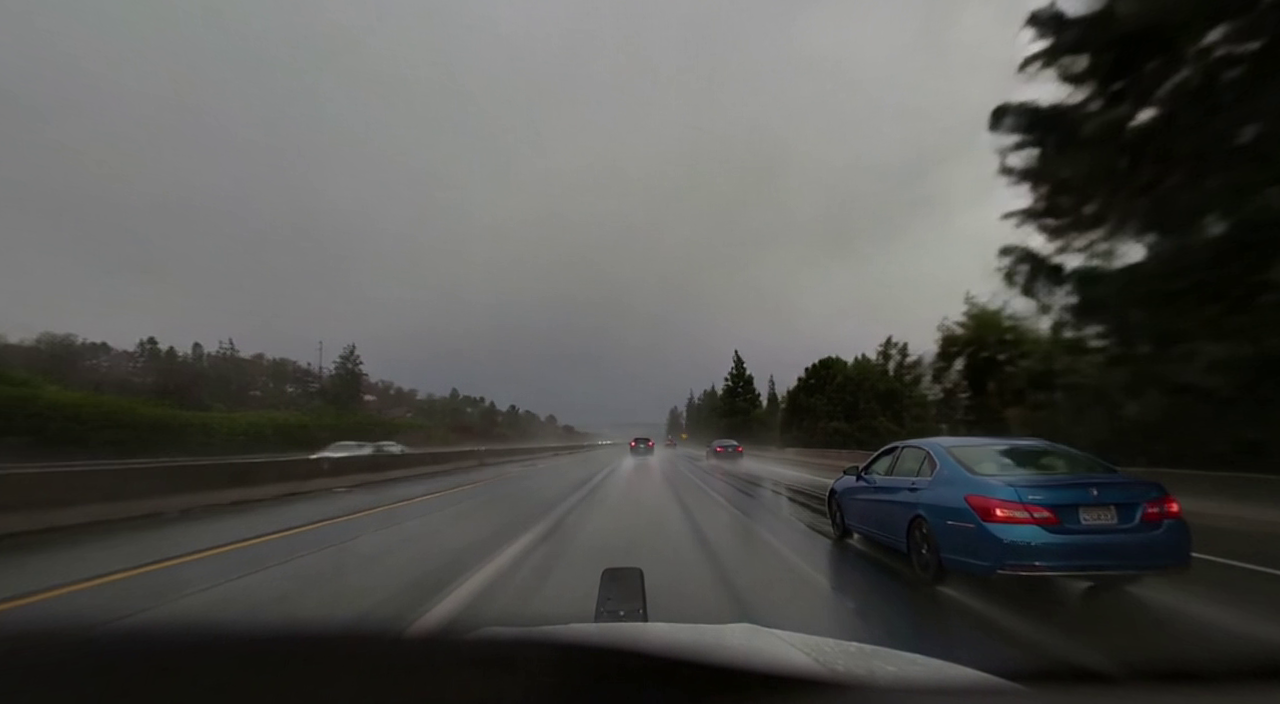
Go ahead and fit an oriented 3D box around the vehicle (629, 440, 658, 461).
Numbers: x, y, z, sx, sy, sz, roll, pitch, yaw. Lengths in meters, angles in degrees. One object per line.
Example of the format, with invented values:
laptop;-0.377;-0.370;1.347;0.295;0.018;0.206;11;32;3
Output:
vehicle;0.262;7.232;46.251;2.052;1.449;3.857;0;-8;0

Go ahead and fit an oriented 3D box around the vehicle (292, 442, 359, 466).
vehicle;-21.242;6.871;42.697;1.901;1.527;4.992;0;-8;1

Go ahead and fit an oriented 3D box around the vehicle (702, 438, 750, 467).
vehicle;4.780;5.628;35.461;2.008;1.524;4.598;0;-8;0
